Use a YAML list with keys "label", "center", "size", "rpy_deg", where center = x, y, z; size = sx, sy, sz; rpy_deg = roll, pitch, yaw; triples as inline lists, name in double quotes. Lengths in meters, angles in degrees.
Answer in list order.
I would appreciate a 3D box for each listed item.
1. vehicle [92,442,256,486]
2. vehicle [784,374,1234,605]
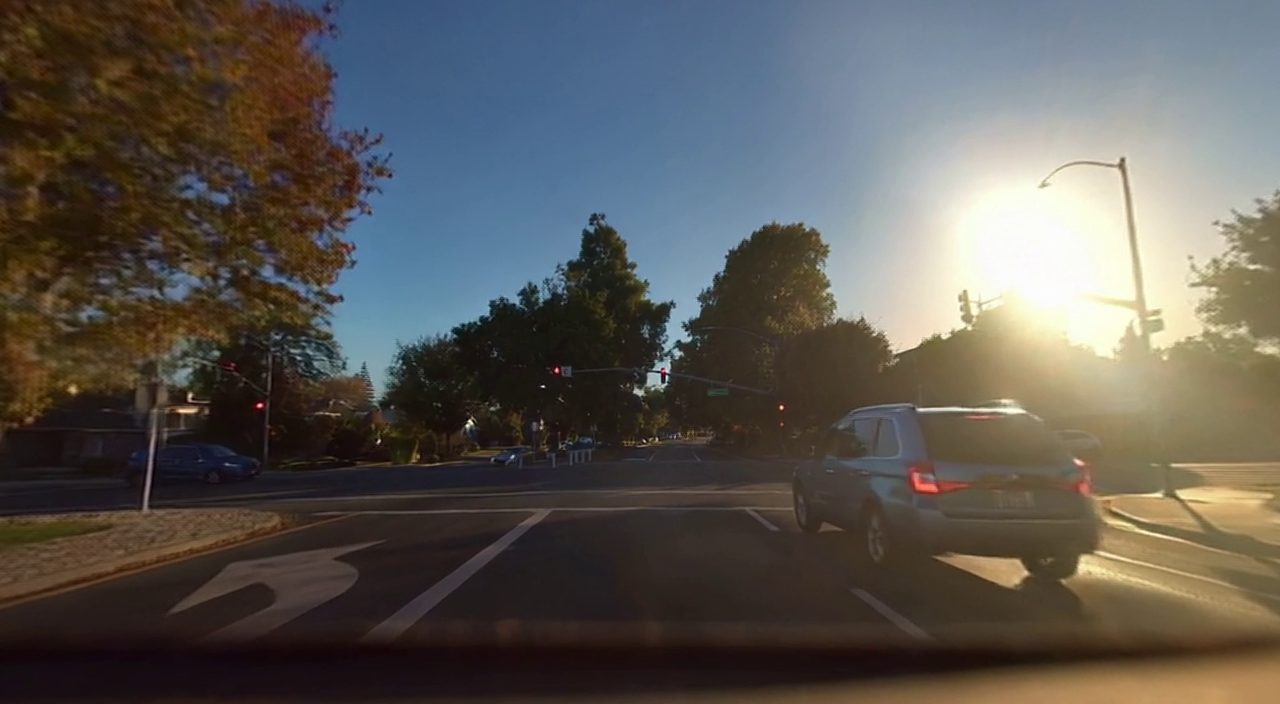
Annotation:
- label: "vehicle"
  center: [-18.503, 4.447, 25.338]
  size: [4.737, 1.659, 2.042]
  rpy_deg: [1, -9, -10]
- label: "vehicle"
  center: [3.463, 1.436, 7.473]
  size: [2.229, 1.795, 4.927]
  rpy_deg: [0, -9, -1]
